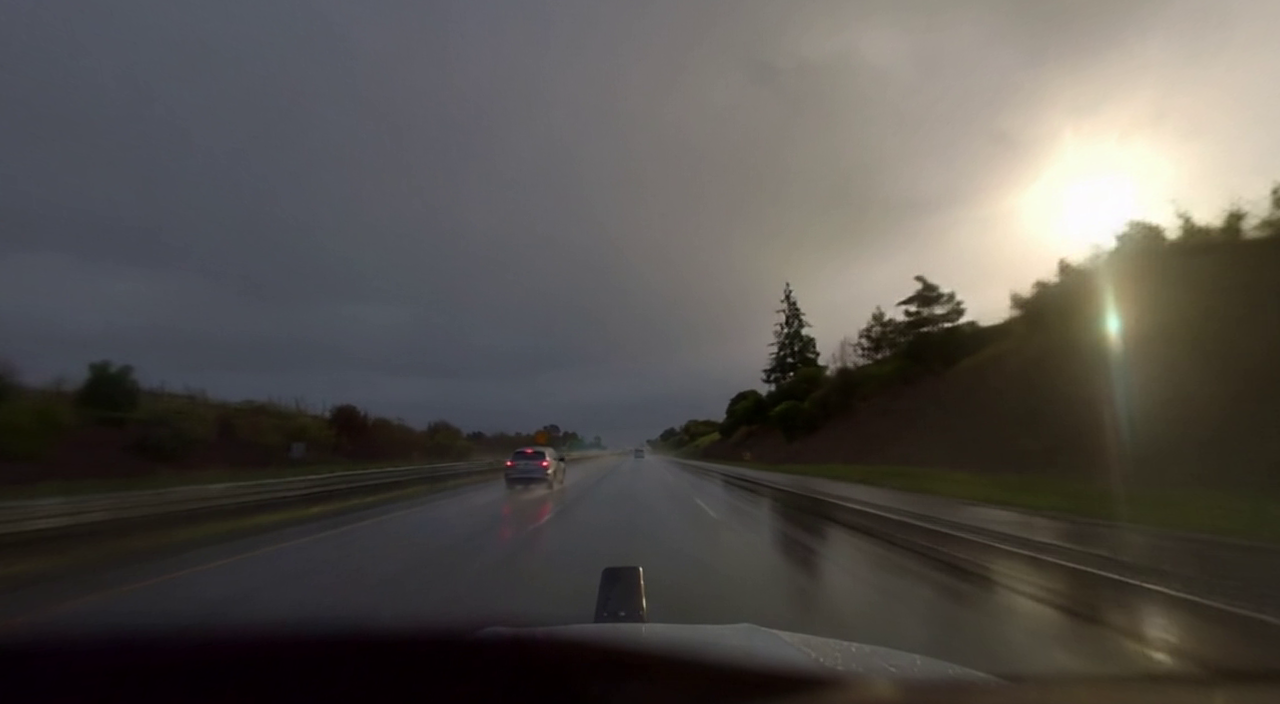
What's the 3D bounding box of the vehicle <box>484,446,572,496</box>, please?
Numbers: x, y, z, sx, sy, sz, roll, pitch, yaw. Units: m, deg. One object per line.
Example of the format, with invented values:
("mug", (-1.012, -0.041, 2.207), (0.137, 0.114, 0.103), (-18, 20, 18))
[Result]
("vehicle", (-3.589, 3.926, 21.163), (2.054, 1.475, 4.708), (0, -9, 0))
